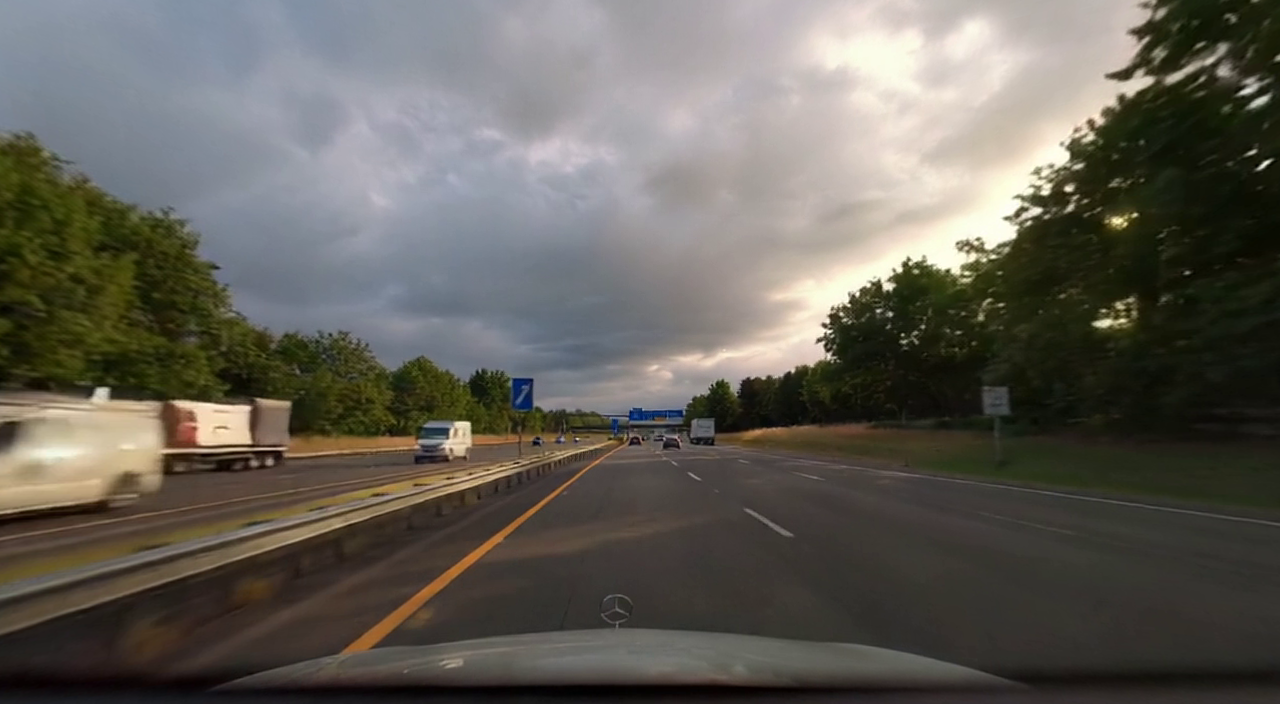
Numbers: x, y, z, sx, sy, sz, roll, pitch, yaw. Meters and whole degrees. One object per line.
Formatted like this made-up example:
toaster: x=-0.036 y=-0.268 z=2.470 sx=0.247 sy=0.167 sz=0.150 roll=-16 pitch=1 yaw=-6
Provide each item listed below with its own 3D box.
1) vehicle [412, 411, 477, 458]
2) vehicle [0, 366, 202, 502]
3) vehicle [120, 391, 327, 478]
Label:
vehicle: x=-12.882 y=5.501 z=42.047 sx=2.310 sy=2.895 sz=6.410 roll=0 pitch=-8 yaw=0
vehicle: x=-12.740 y=1.706 z=13.033 sx=2.205 sy=2.451 sz=7.175 roll=0 pitch=-8 yaw=0
vehicle: x=-17.271 y=3.593 z=27.329 sx=2.699 sy=3.101 sz=9.300 roll=0 pitch=-8 yaw=-1
